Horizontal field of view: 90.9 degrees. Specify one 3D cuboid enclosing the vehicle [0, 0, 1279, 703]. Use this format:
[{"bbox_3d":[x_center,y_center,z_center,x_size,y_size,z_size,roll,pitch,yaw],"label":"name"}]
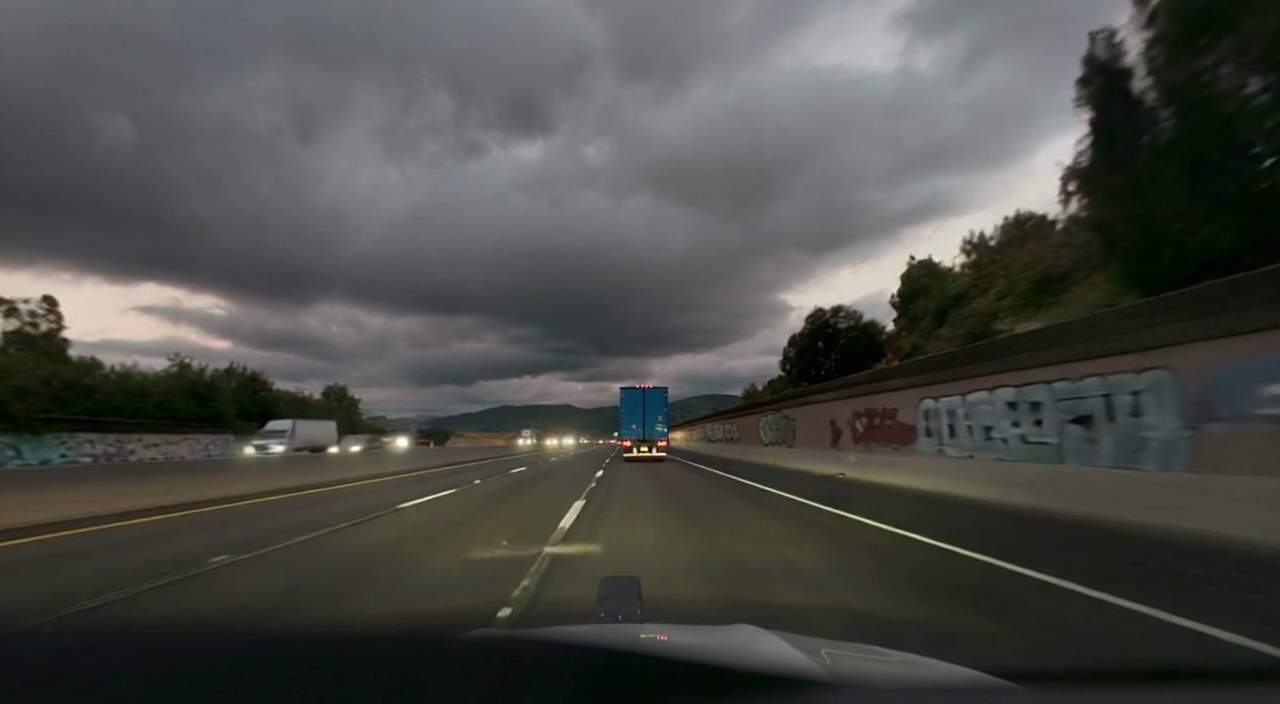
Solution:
[{"bbox_3d":[-0.089,-0.100,3.972,2.880,3.798,5.927,0,-8,-4],"label":"vehicle"}]
